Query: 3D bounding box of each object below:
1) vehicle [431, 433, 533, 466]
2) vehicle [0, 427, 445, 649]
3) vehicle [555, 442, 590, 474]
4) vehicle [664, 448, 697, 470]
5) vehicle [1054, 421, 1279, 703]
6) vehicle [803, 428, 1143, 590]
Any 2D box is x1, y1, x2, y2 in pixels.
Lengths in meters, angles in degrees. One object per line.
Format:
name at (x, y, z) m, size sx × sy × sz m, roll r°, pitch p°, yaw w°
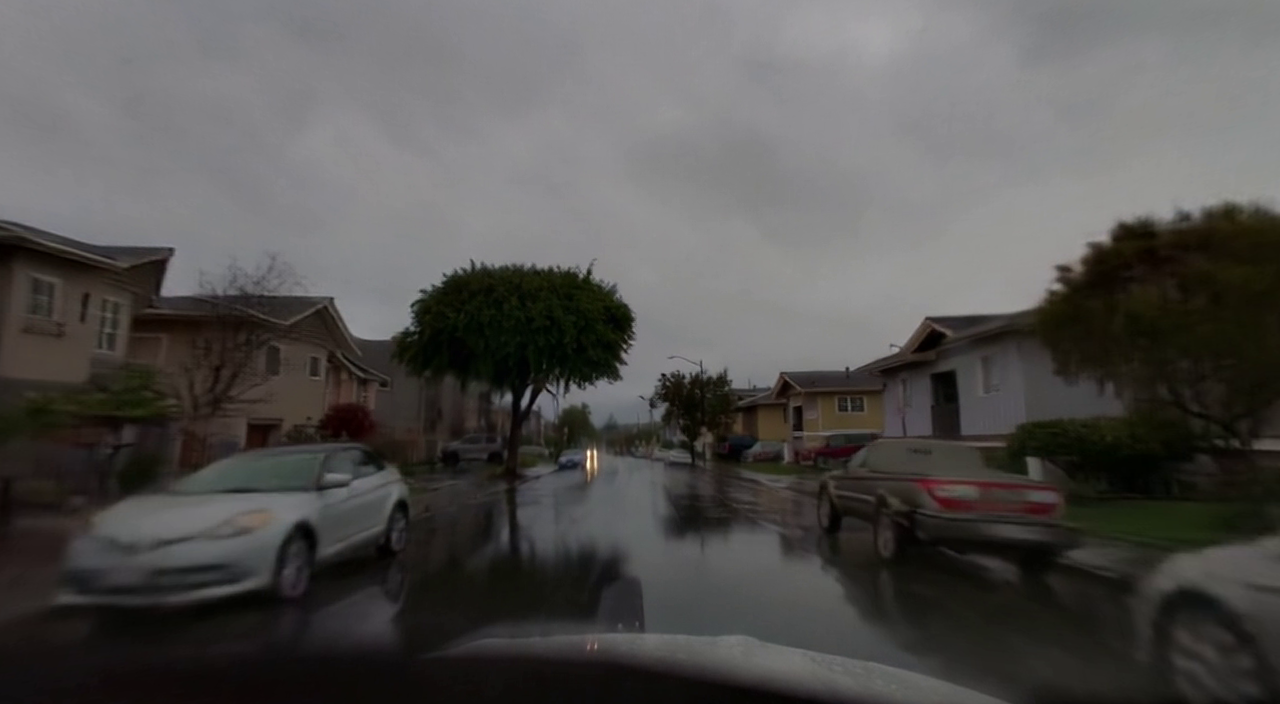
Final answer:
vehicle at (-9.755, 6.079, 39.364) m, size 5.843 × 1.985 × 2.294 m, roll 1°, pitch -9°, yaw -6°
vehicle at (-3.873, 1.612, 6.822) m, size 2.089 × 1.508 × 4.537 m, roll 2°, pitch -7°, yaw -1°
vehicle at (-4.691, 7.413, 44.322) m, size 2.230 × 1.782 × 4.628 m, roll 0°, pitch -4°, yaw -4°
vehicle at (2.914, 7.855, 46.426) m, size 1.869 × 1.458 × 4.324 m, roll 1°, pitch -8°, yaw -3°
vehicle at (3.417, 0.874, 1.462) m, size 1.888 × 1.484 × 4.476 m, roll 0°, pitch -8°, yaw 1°
vehicle at (3.755, 1.830, 8.300) m, size 2.077 × 1.512 × 4.513 m, roll 0°, pitch -8°, yaw 1°
